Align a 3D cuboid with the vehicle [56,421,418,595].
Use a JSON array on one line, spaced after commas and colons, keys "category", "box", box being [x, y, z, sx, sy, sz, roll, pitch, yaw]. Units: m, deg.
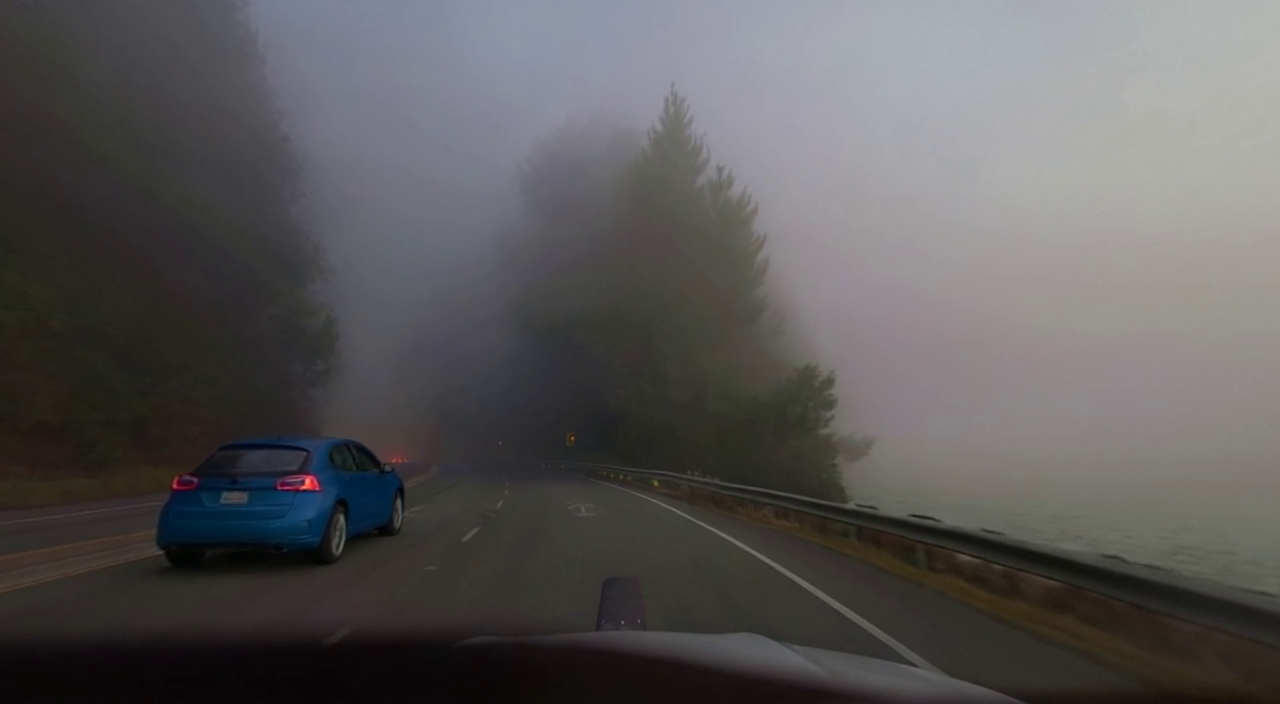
[{"category": "vehicle", "box": [-4.494, 1.781, 7.983, 2.078, 1.607, 3.959, 0, -9, -3]}]
